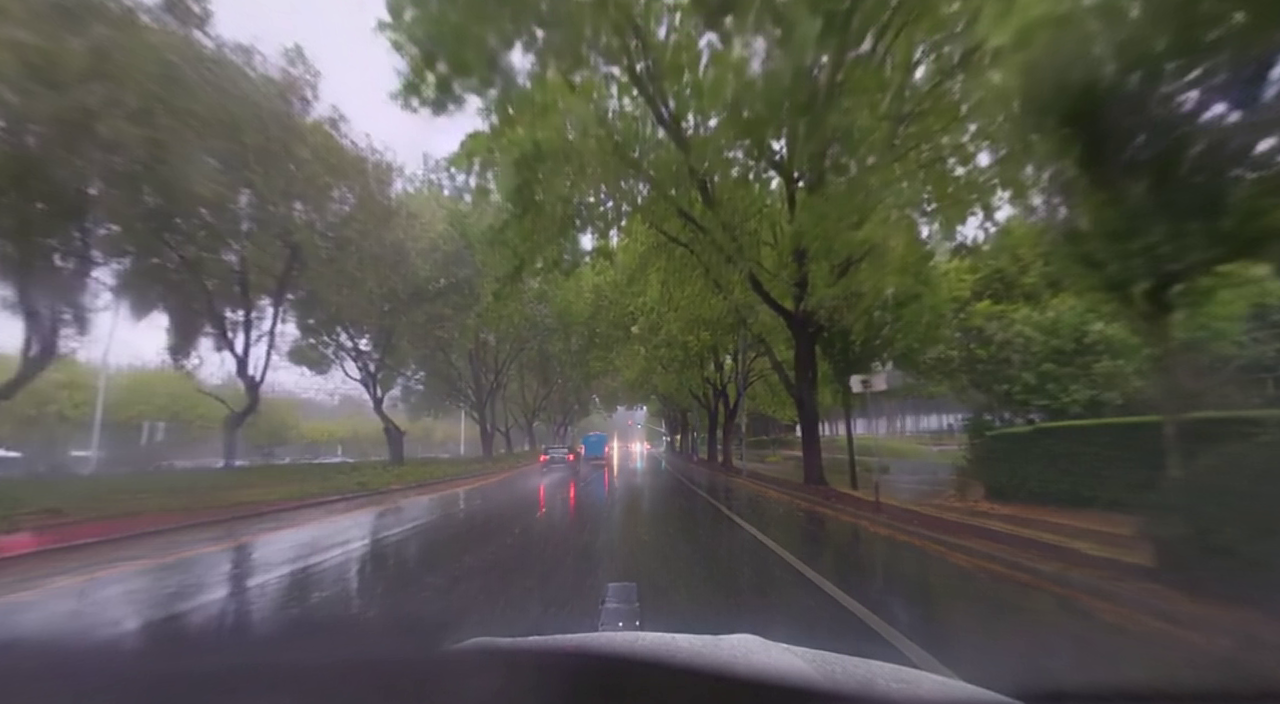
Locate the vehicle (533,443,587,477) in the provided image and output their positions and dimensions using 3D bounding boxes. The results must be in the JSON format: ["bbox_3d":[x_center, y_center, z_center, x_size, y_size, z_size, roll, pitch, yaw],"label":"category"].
[{"bbox_3d":[-3.597,4.959,29.241,2.009,1.473,4.028,0,-9,0],"label":"vehicle"}]
